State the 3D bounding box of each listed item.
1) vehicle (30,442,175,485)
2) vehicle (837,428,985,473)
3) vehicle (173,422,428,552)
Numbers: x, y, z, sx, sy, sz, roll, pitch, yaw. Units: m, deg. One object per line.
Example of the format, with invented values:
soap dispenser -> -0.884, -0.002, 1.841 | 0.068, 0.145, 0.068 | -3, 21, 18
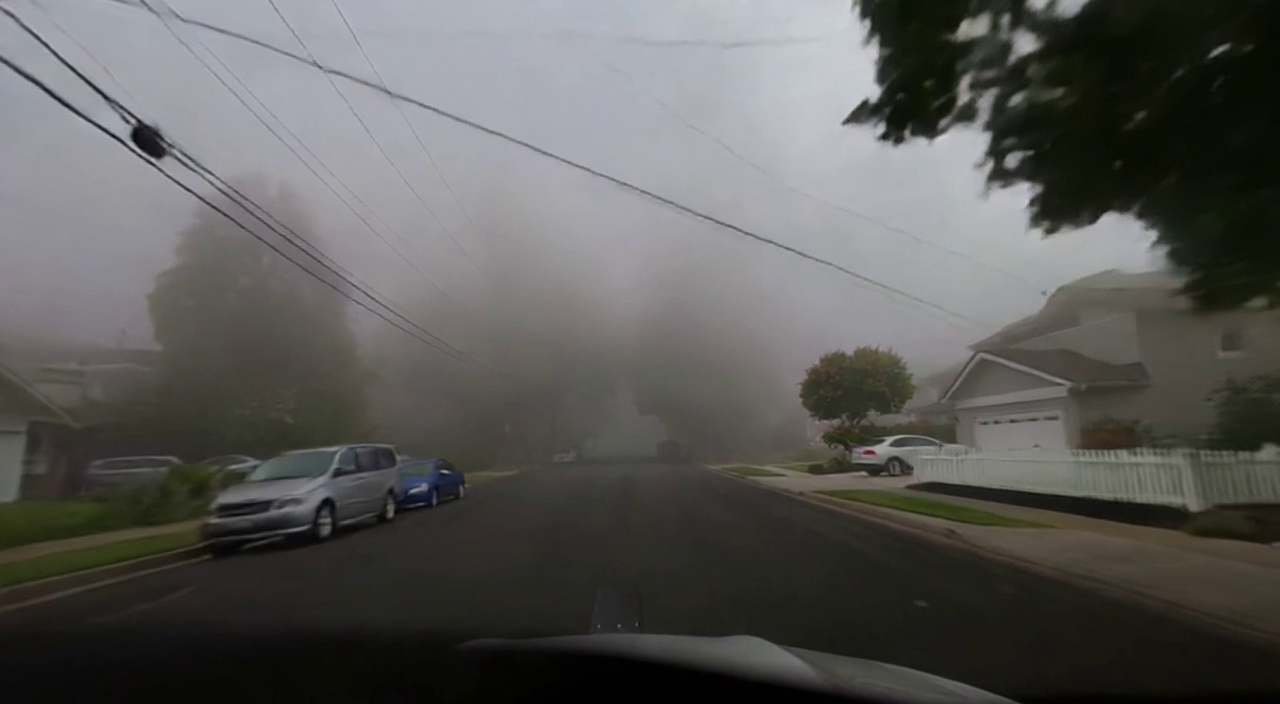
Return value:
vehicle -> -19.693, 4.104, 23.279 | 3.553, 1.471, 1.816 | 0, -9, -2
vehicle -> 10.084, 3.714, 23.821 | 4.629, 1.504, 1.945 | -1, -9, -1
vehicle -> -5.917, 2.375, 12.055 | 2.015, 1.766, 5.450 | -3, -8, -2
